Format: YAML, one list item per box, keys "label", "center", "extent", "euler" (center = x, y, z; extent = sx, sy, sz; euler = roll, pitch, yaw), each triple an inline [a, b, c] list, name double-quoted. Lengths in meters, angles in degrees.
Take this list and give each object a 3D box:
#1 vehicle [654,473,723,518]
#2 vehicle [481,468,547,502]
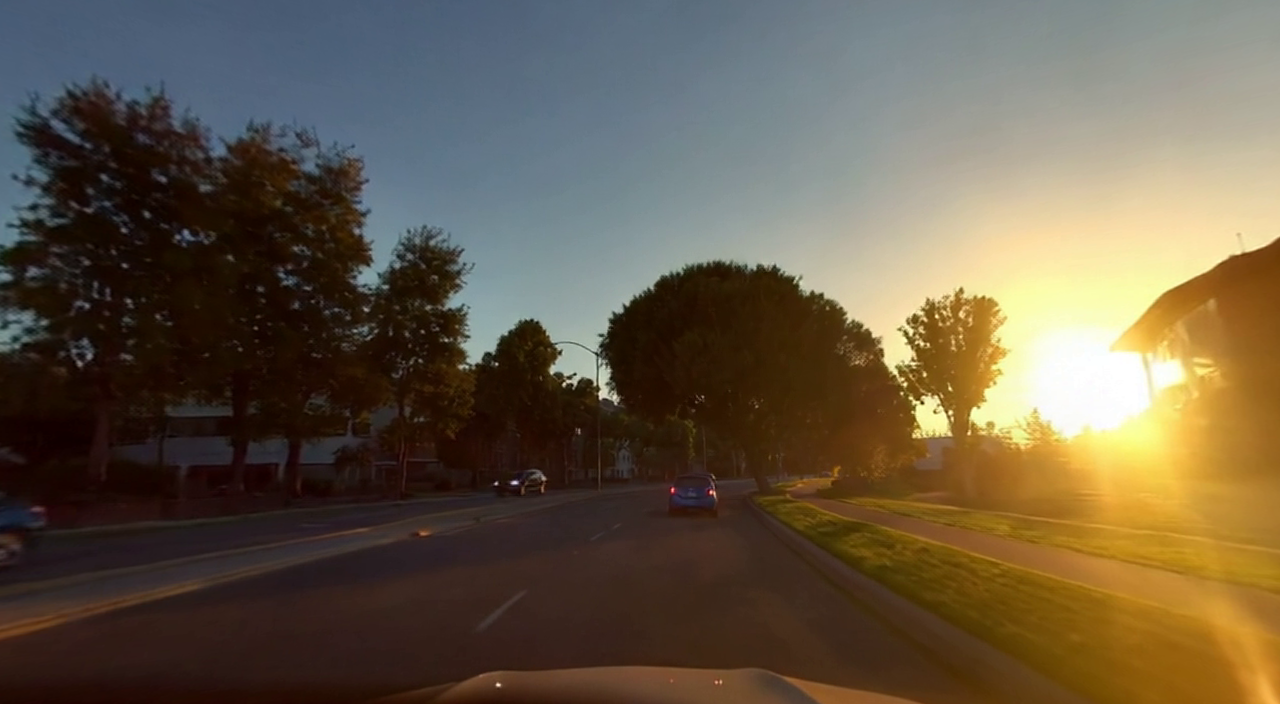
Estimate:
- label: "vehicle"
  center: [1.781, 4.753, 21.334]
  extent: [1.972, 1.250, 5.282]
  euler: [-1, -11, 8]
- label: "vehicle"
  center: [-7.394, 7.835, 37.418]
  extent: [2.066, 1.744, 4.771]
  euler: [-5, -11, 12]
